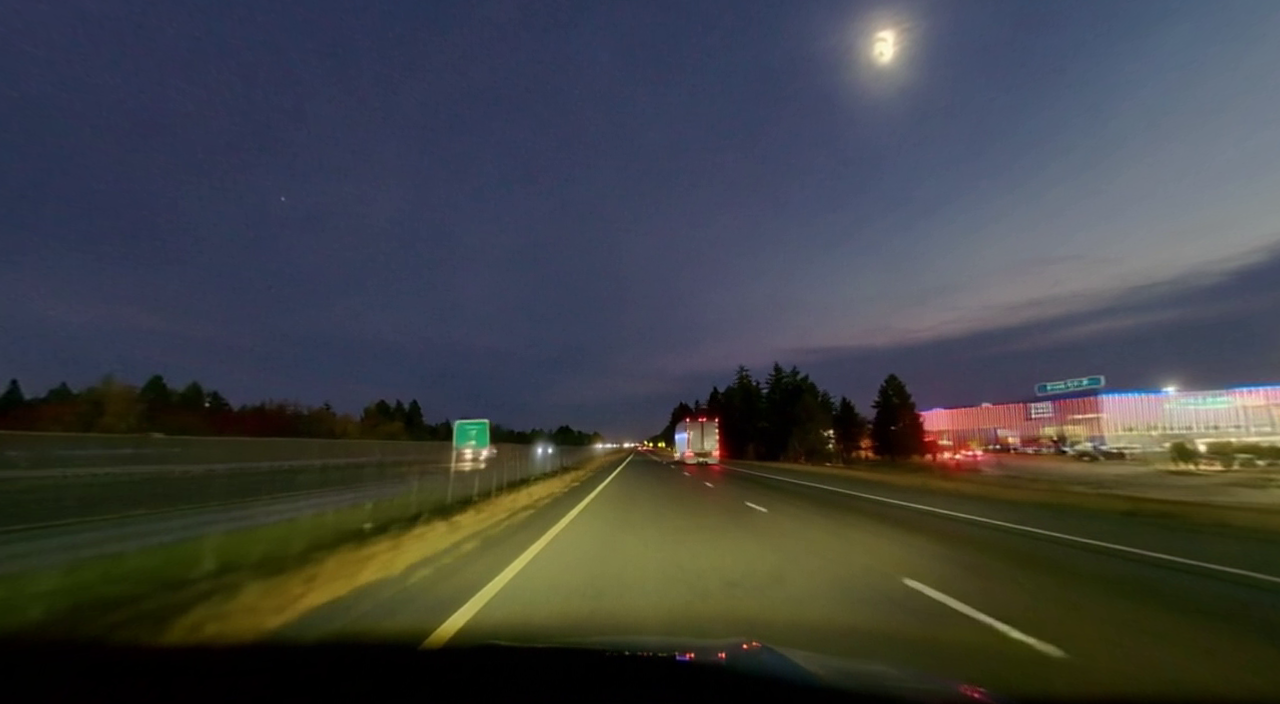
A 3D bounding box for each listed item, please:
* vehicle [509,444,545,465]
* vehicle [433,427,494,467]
[{"bbox_3d":[-8.242,7.514,46.414,1.864,1.492,4.032,0,-9,1],"label":"vehicle"},{"bbox_3d":[-12.353,6.706,44.603,2.397,2.585,6.311,0,-9,0],"label":"vehicle"}]
